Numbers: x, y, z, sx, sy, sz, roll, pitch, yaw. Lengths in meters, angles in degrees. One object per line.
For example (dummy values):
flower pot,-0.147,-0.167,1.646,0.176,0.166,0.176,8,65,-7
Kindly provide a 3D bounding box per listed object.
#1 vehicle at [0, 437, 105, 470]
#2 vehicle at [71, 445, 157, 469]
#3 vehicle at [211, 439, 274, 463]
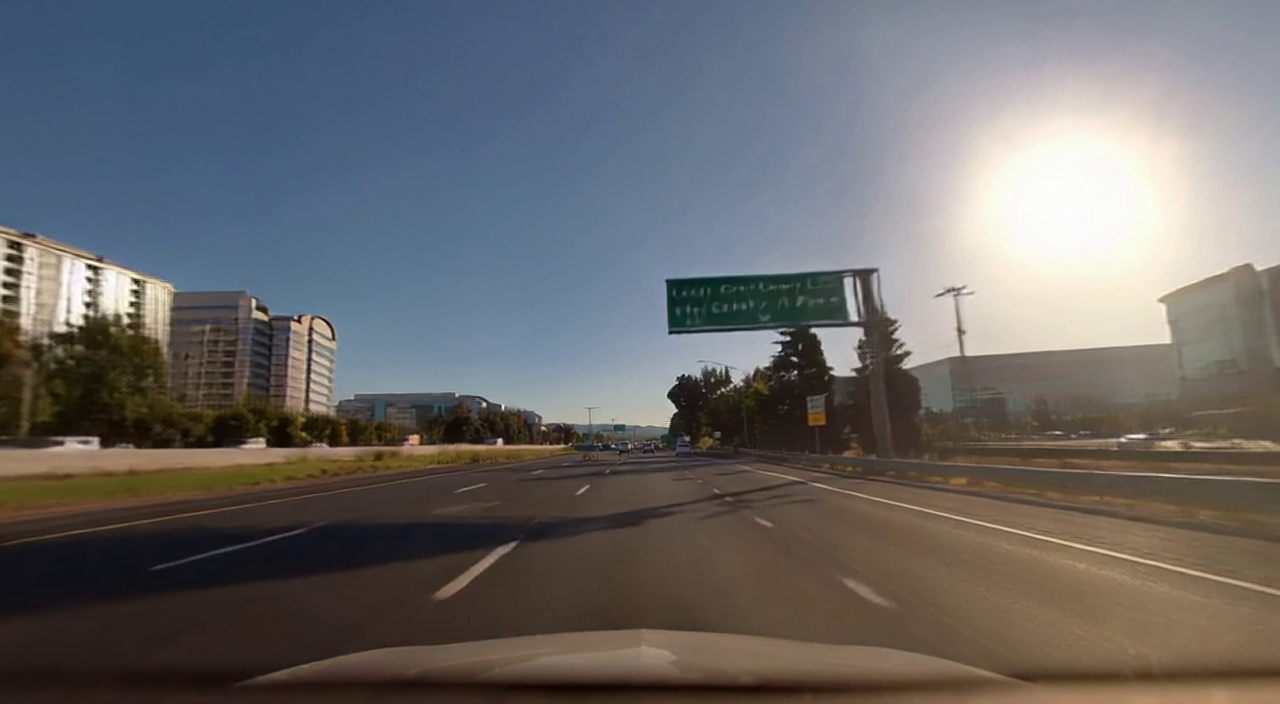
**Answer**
vehicle,-30.328,5.161,32.339,1.886,1.494,4.292,-1,-7,3
vehicle,-33.943,6.757,40.876,1.713,1.464,4.397,0,-8,1
vehicle,-29.664,7.359,47.208,1.806,1.648,4.438,0,-7,0
